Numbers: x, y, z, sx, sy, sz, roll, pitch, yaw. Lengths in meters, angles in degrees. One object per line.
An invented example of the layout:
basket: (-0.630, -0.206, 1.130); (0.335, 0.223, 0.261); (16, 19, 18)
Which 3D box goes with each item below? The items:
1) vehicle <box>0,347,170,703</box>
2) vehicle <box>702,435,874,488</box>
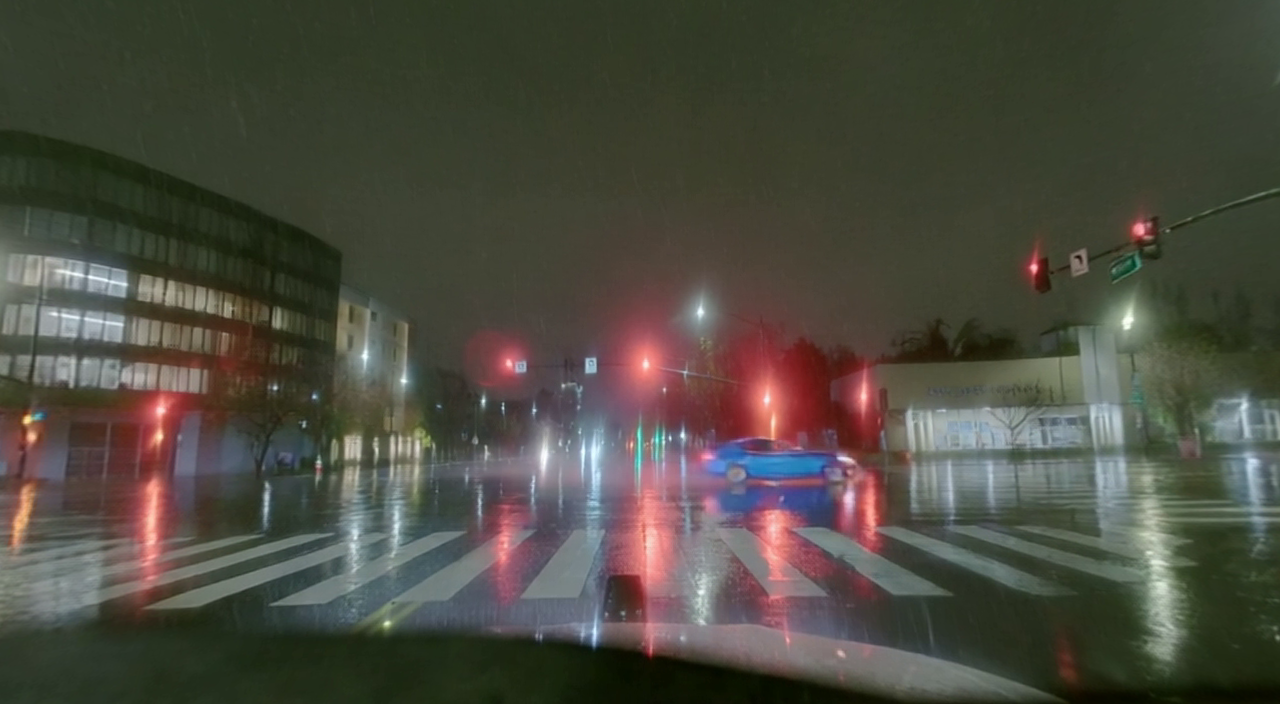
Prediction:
vehicle: (-3.629, 0.615, 1.060); (2.109, 1.692, 4.587); (0, -8, 0)
vehicle: (4.205, 3.197, 18.479); (4.551, 1.454, 1.941); (0, -8, 0)
